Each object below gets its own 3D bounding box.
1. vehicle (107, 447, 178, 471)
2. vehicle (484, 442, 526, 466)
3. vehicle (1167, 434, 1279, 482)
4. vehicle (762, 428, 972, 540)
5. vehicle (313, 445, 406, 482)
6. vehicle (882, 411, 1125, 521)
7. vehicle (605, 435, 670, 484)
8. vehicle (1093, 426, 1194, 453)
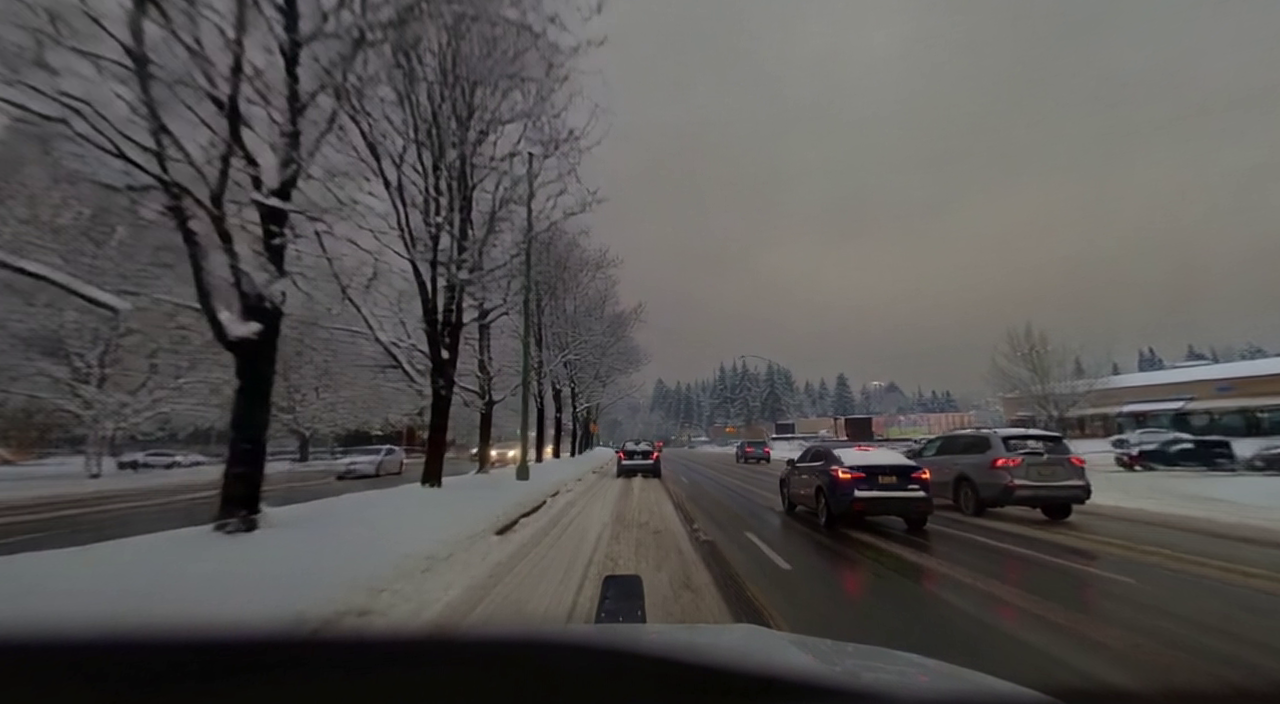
[{"bbox_3d":[-36.898,7.928,46.999,1.944,1.576,4.005,-3,-8,1],"label":"vehicle"},{"bbox_3d":[-9.034,6.866,42.539,1.895,1.503,4.237,0,-8,0],"label":"vehicle"},{"bbox_3d":[20.795,3.700,21.854,4.354,1.486,1.970,5,-10,-21],"label":"vehicle"},{"bbox_3d":[3.411,2.060,10.505,1.858,1.466,4.230,0,-8,-1],"label":"vehicle"},{"bbox_3d":[-12.029,4.785,27.476,1.931,1.477,4.630,0,-8,0],"label":"vehicle"},{"bbox_3d":[6.957,2.243,12.879,2.134,1.810,4.590,0,-8,-1],"label":"vehicle"},{"bbox_3d":[-0.093,3.595,21.334,1.994,1.479,3.647,0,-8,0],"label":"vehicle"},{"bbox_3d":[37.501,6.523,47.128,5.573,1.973,2.229,0,-8,0],"label":"vehicle"}]
